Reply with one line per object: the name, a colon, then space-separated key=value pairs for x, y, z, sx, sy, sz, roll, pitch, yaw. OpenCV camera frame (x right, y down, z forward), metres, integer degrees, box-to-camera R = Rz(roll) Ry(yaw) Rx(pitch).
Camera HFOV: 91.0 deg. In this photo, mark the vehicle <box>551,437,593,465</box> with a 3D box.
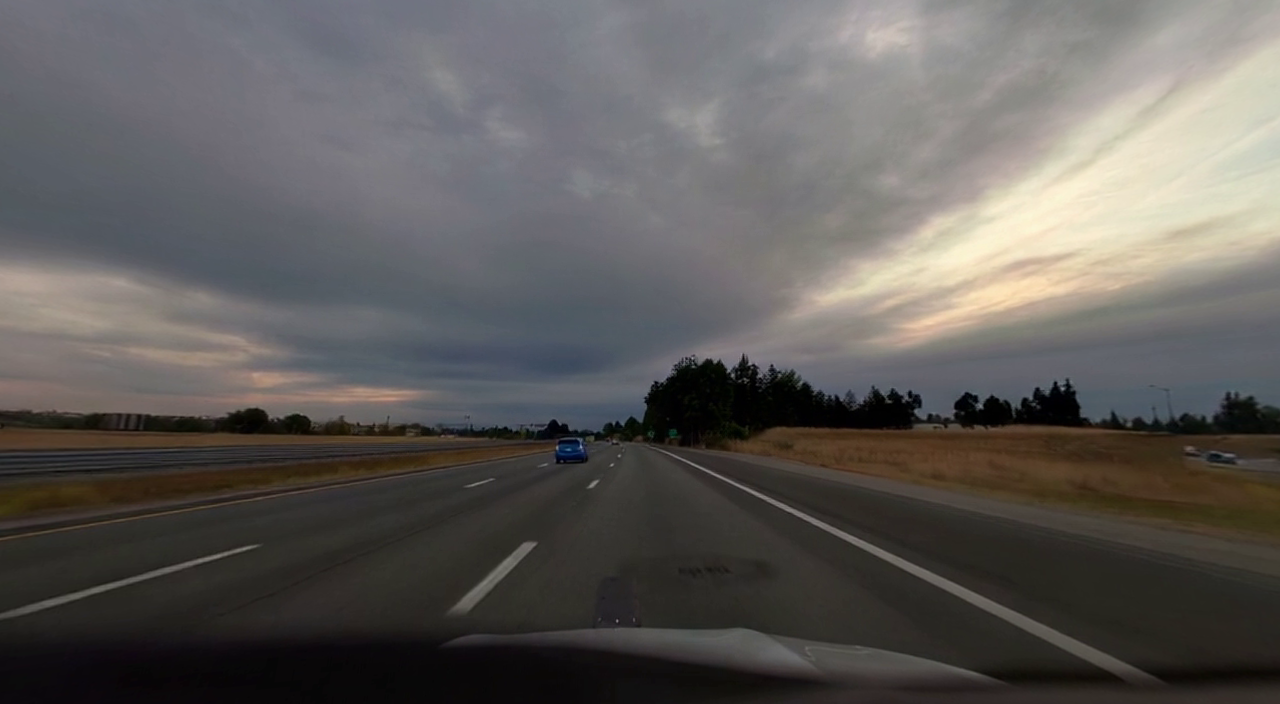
vehicle: x=-3.939 y=5.766 z=36.992 sx=2.008 sy=1.567 sz=3.959 roll=0 pitch=-8 yaw=0
